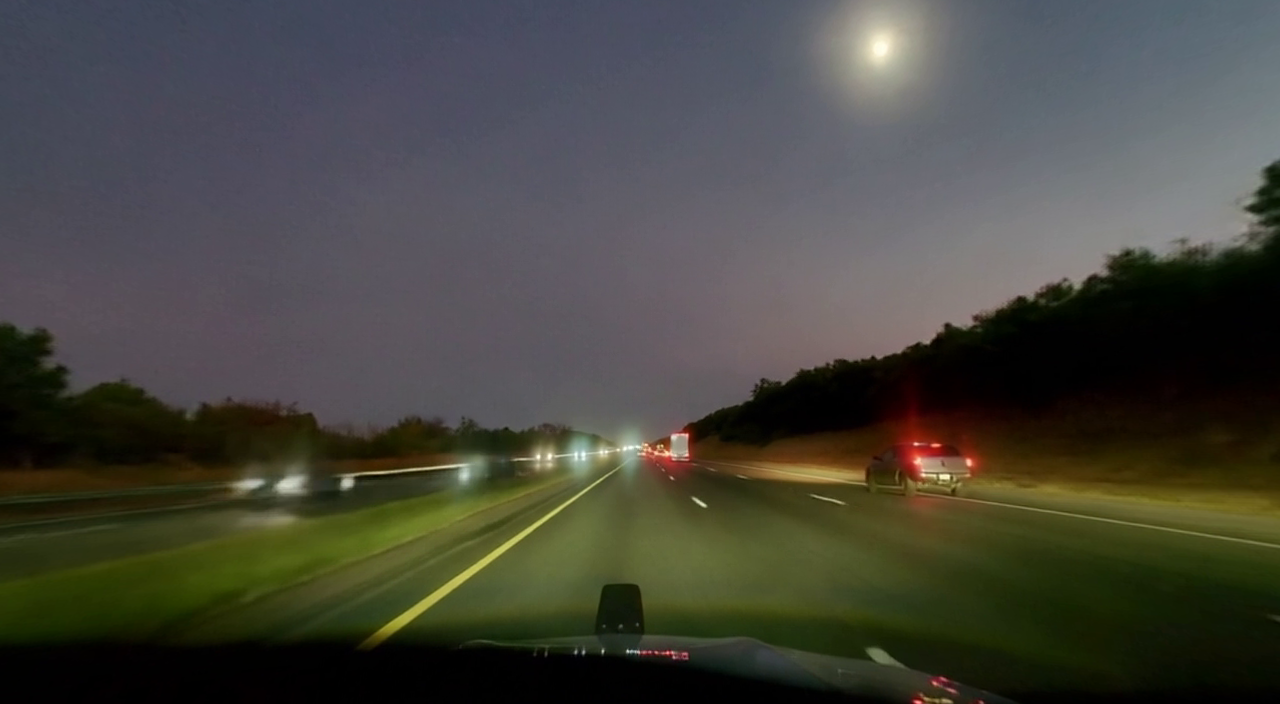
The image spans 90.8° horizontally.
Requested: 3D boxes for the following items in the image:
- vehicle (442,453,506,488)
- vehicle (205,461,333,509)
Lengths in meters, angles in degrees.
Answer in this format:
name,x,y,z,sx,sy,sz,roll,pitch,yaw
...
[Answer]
name,x,y,z,sx,sy,sz,roll,pitch,yaw
vehicle,-7.517,5.411,29.039,1.788,1.451,4.386,0,-9,0
vehicle,-11.776,4.216,20.359,1.824,1.323,3.790,0,-9,0
